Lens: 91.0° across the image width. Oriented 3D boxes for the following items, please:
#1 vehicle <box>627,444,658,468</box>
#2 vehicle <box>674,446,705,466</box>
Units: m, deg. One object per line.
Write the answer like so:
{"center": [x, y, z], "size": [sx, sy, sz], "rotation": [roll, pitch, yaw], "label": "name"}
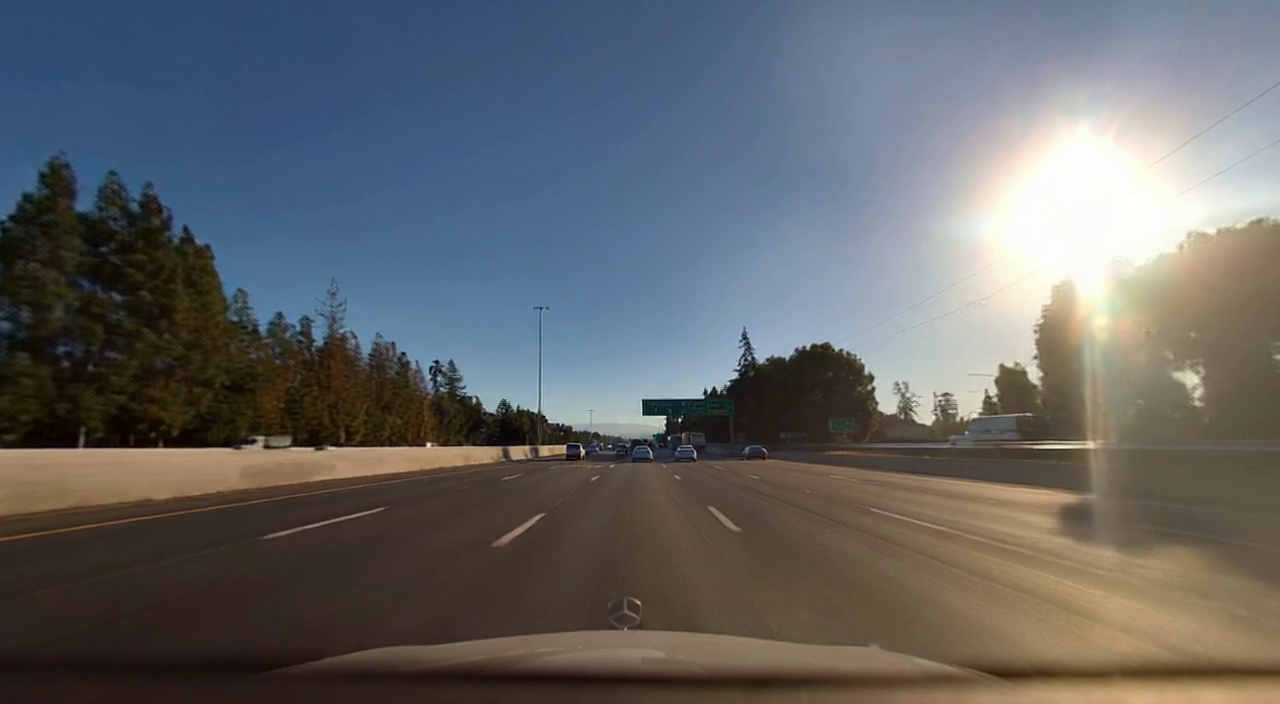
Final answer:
{"center": [0.165, 7.372, 44.768], "size": [2.066, 1.562, 4.198], "rotation": [0, -9, 0], "label": "vehicle"}
{"center": [3.772, 8.011, 48.597], "size": [2.076, 1.506, 4.050], "rotation": [0, -9, 0], "label": "vehicle"}
